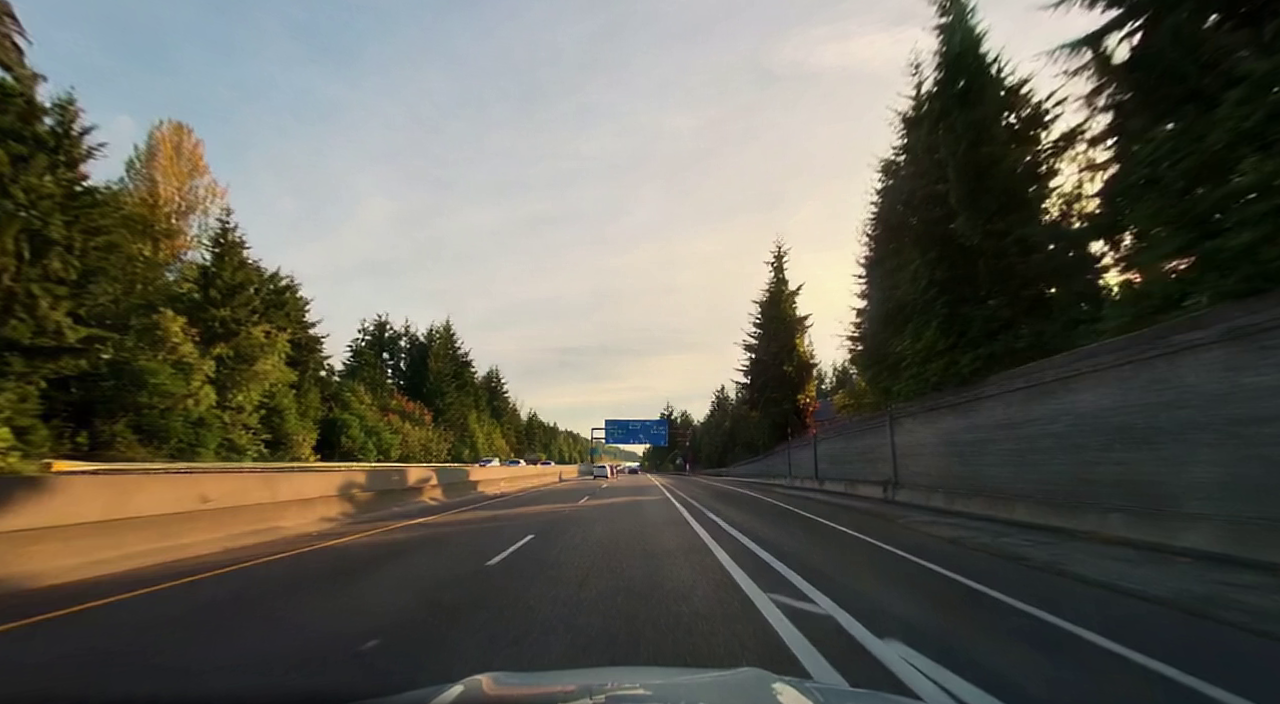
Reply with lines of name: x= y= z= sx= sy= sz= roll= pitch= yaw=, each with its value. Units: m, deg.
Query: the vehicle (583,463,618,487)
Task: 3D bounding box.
vehicle: x=-2.703 y=8.607 z=44.219 sx=2.168 sy=1.561 sz=4.588 roll=1 pitch=-10 yaw=0
